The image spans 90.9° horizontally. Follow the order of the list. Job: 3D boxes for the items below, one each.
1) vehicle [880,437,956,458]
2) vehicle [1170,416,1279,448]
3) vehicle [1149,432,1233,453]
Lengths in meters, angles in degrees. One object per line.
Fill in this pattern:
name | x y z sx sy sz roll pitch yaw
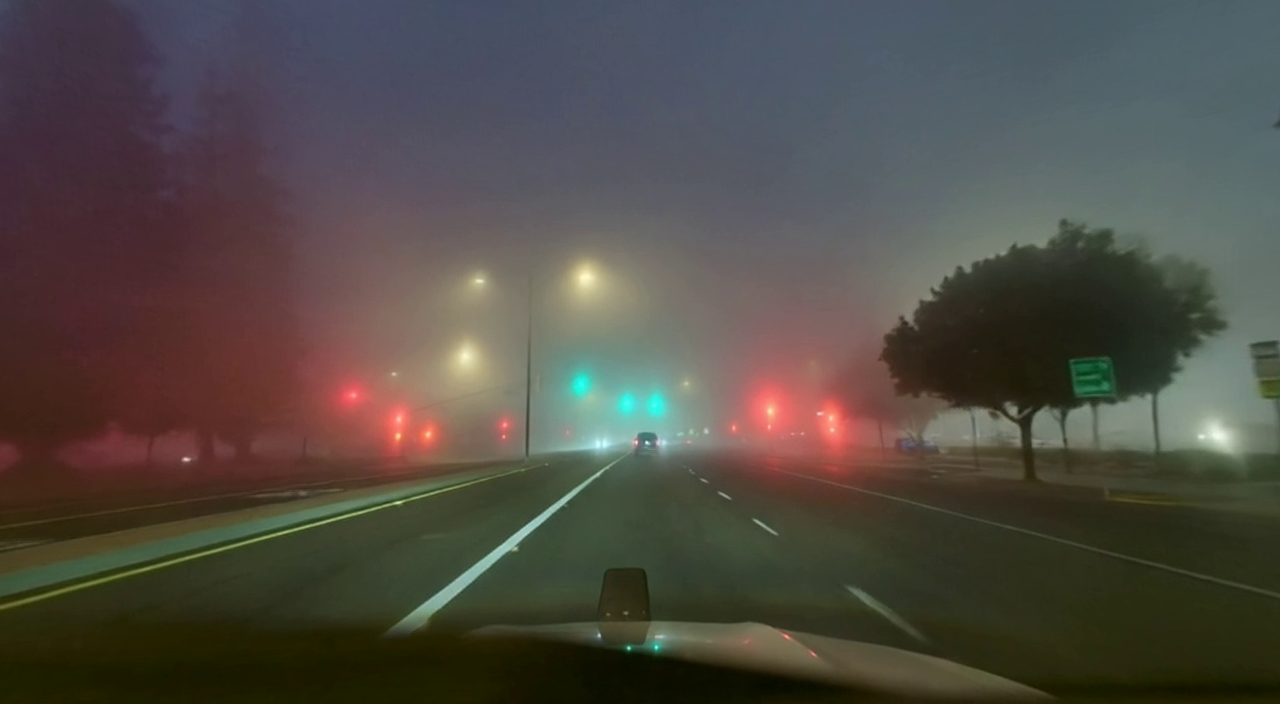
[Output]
vehicle | 19.998 6.863 45.432 4.479 1.488 2.038 0 -8 -1
vehicle | 42.854 5.913 46.177 2.372 2.151 6.657 -1 -8 2
vehicle | 40.015 6.617 45.929 1.770 1.442 4.897 0 -8 1
